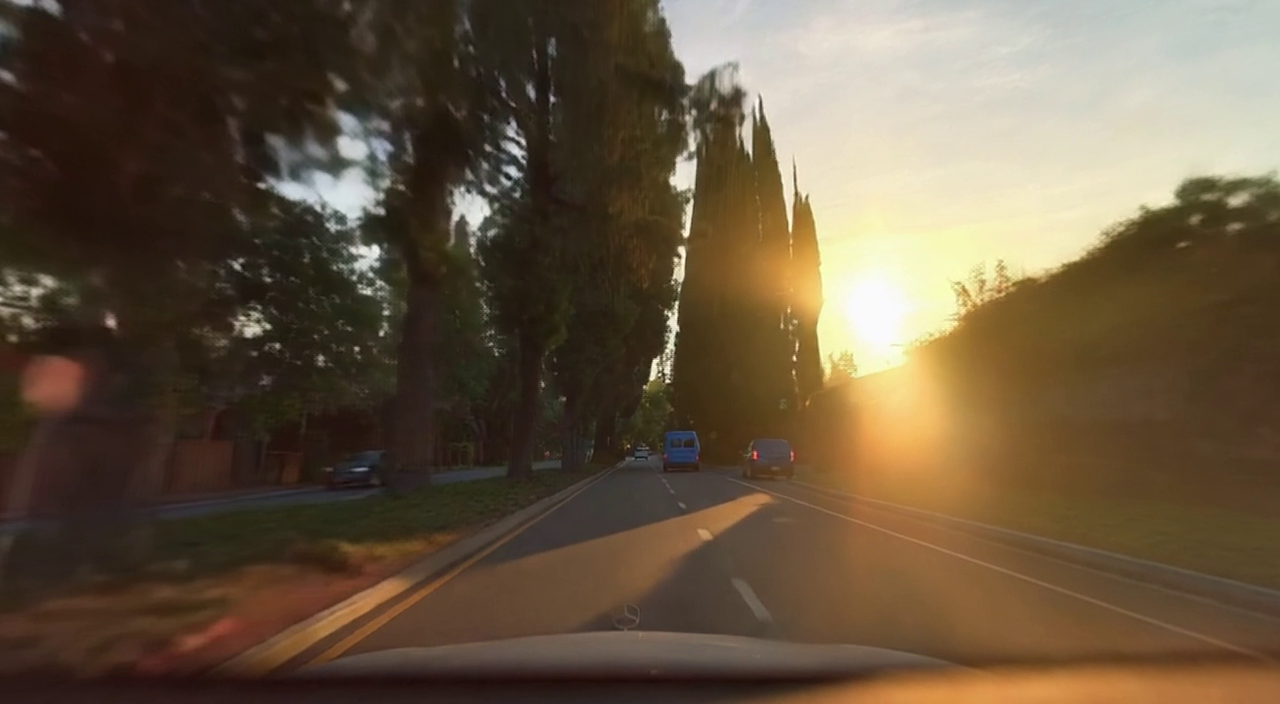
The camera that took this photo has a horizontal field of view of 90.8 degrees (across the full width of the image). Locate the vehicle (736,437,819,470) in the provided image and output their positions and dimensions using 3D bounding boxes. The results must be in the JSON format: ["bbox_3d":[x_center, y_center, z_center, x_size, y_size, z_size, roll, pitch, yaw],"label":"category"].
[{"bbox_3d":[9.137,6.784,42.328,4.990,2.142,2.488,0,-9,1],"label":"vehicle"}]

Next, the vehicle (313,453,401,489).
[{"bbox_3d":[-13.091,5.511,29.601,1.908,1.477,4.750,0,-8,0],"label":"vehicle"}]
